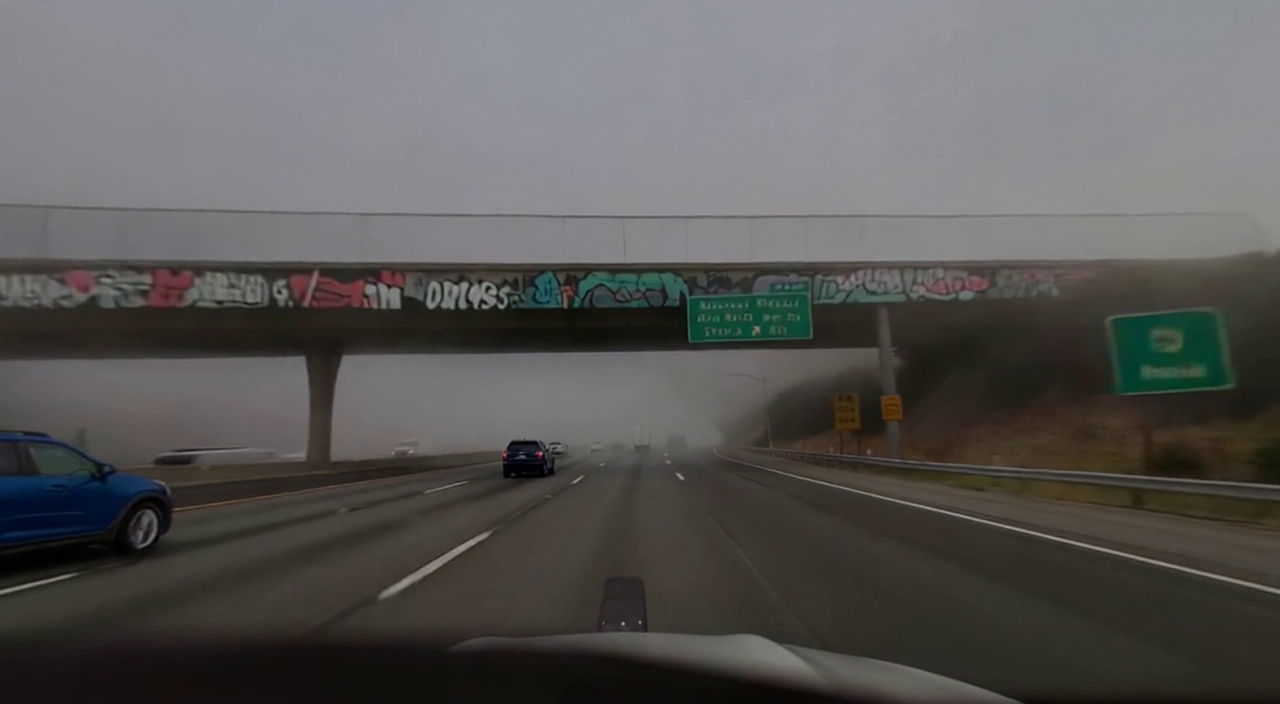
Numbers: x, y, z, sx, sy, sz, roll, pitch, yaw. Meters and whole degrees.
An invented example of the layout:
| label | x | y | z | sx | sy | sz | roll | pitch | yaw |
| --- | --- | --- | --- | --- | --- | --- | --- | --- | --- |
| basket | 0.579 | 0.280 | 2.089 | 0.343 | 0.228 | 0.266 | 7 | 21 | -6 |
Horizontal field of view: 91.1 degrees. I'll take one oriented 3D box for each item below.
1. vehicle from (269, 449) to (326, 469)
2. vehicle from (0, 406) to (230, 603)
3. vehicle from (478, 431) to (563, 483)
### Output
| label | x | y | z | sx | sy | sz | roll | pitch | yaw |
| --- | --- | --- | --- | --- | --- | --- | --- | --- | --- |
| vehicle | -25.444 | 7.934 | 46.747 | 1.799 | 1.406 | 4.243 | 0 | -8 | 1 |
| vehicle | -6.372 | 1.413 | 6.210 | 1.969 | 1.633 | 3.962 | 0 | -8 | -1 |
| vehicle | -4.147 | 3.740 | 22.661 | 2.154 | 1.693 | 4.394 | 0 | -8 | 1 |
